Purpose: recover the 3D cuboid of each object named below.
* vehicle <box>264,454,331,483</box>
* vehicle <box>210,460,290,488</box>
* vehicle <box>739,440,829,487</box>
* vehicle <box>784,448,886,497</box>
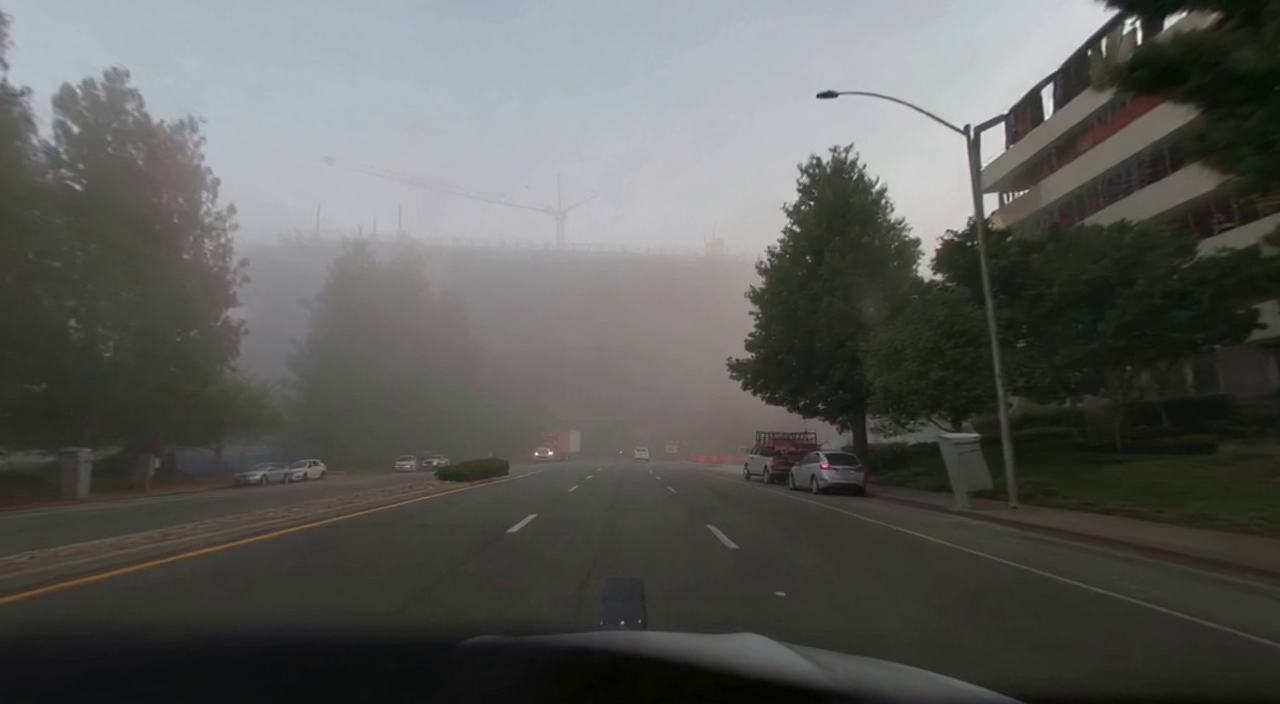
[{"bbox_3d":[-23.006,7.820,42.424,2.006,1.755,4.476,0,-8,-1],"label":"vehicle"},{"bbox_3d":[-22.985,7.168,37.196,1.862,1.458,4.701,0,-8,-2],"label":"vehicle"},{"bbox_3d":[6.313,4.977,28.606,2.513,1.890,6.666,0,-8,0],"label":"vehicle"},{"bbox_3d":[6.439,4.007,21.340,1.860,1.467,4.576,0,-8,-2],"label":"vehicle"}]
